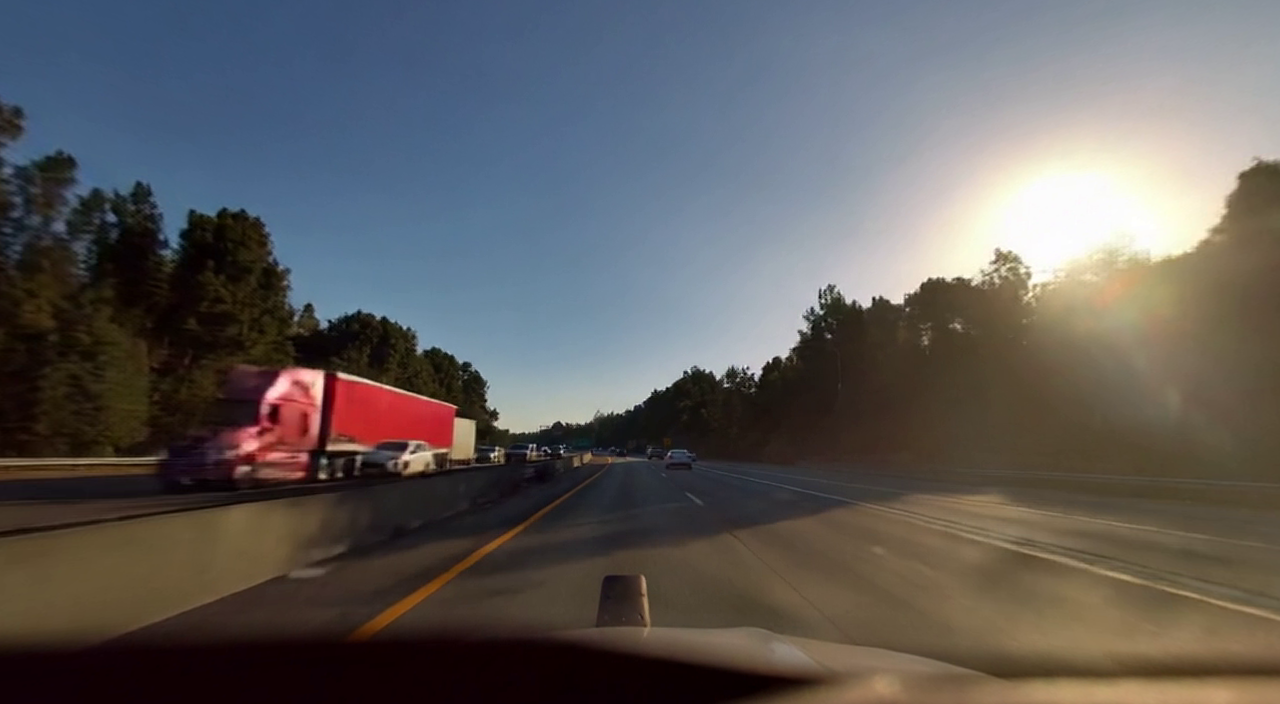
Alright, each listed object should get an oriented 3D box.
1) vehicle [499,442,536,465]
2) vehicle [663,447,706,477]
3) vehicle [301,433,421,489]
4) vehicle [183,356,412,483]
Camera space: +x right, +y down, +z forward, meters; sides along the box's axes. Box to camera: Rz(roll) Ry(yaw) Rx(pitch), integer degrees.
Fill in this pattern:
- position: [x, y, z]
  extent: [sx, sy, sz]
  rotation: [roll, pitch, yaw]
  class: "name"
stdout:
- position: [-8.783, 7.291, 45.398]
  extent: [1.965, 1.566, 4.141]
  rotation: [0, -9, -2]
  class: "vehicle"
- position: [2.514, 6.384, 36.688]
  extent: [2.111, 1.599, 3.859]
  rotation: [0, -9, -1]
  class: "vehicle"
- position: [-8.023, 3.171, 18.520]
  extent: [1.830, 1.438, 3.678]
  rotation: [0, -9, -1]
  class: "vehicle"
- position: [-12.593, 2.942, 25.101]
  extent: [2.947, 3.956, 11.078]
  rotation: [0, -9, -1]
  class: "vehicle"
